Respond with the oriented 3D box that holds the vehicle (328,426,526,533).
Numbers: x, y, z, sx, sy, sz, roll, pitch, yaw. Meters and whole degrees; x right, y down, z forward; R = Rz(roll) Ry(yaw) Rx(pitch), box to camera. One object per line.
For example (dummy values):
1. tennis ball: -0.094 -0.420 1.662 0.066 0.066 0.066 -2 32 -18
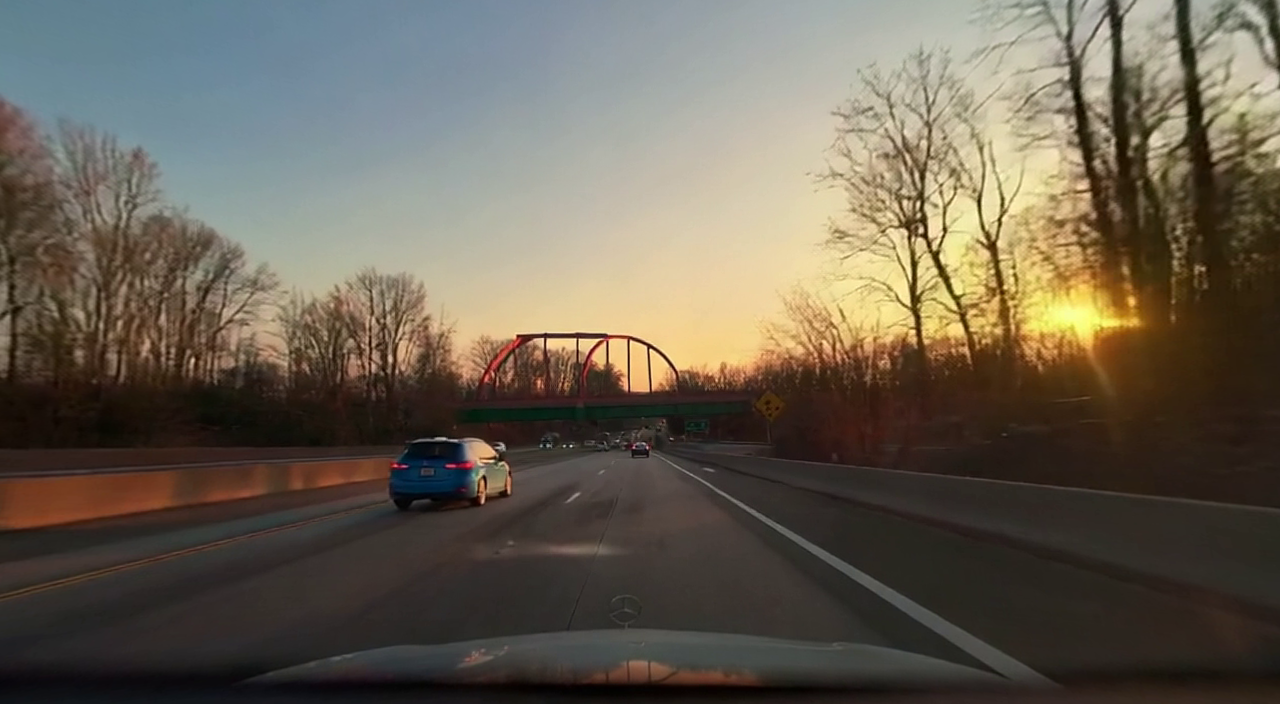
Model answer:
1. vehicle: -3.526 2.198 11.452 2.052 1.556 4.405 0 -8 0
